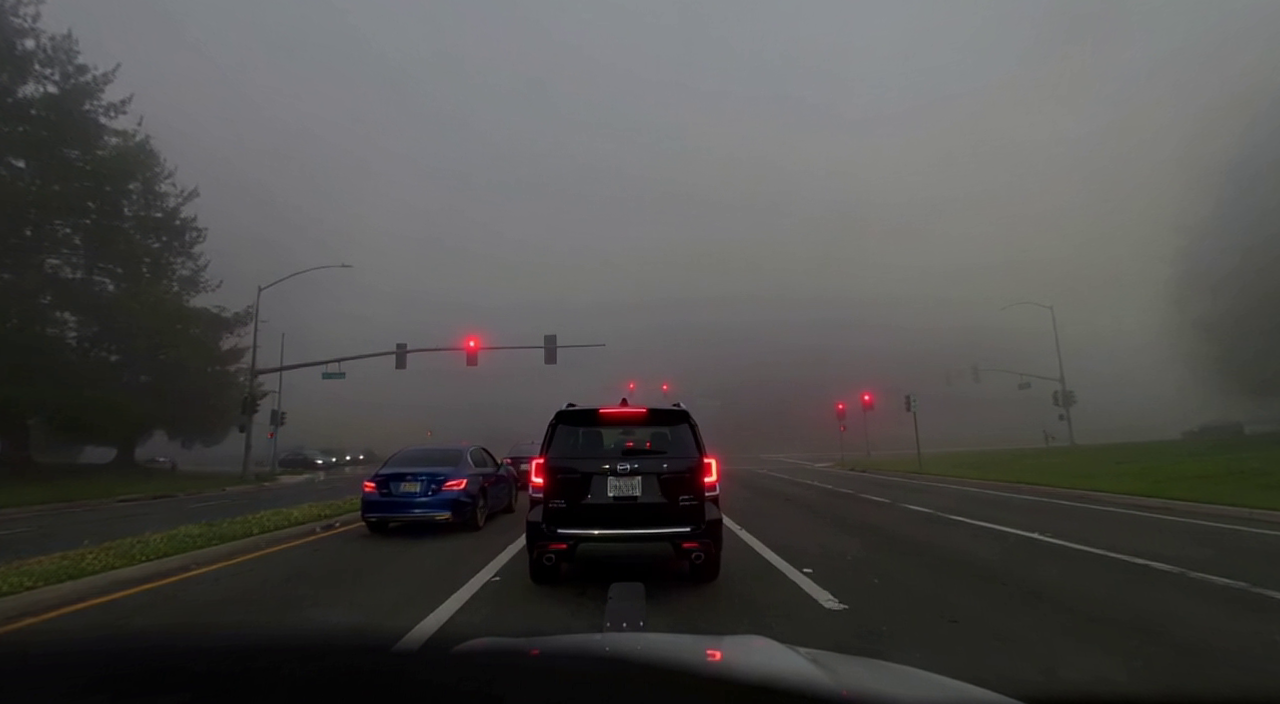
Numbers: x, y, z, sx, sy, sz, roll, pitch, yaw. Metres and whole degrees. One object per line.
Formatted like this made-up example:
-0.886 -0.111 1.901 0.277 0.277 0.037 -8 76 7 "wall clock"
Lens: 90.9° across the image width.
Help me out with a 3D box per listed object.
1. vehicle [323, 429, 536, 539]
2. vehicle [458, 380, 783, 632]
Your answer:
-3.363 2.220 11.395 2.061 1.504 5.142 0 -8 0 "vehicle"
-0.160 1.392 6.626 2.298 1.770 4.138 0 -8 -1 "vehicle"
